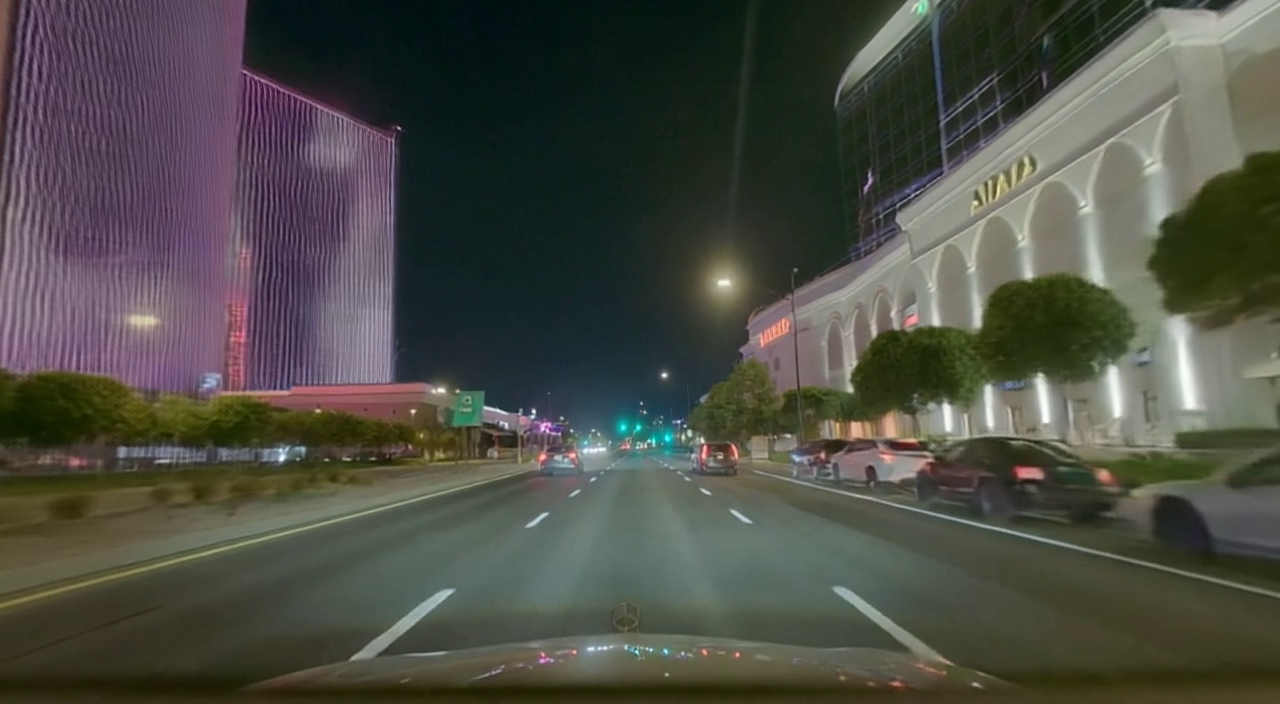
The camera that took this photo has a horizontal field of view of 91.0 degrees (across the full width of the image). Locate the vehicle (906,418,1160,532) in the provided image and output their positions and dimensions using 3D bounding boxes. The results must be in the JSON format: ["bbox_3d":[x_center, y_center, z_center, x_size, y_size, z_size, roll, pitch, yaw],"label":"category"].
[{"bbox_3d":[7.002,2.220,11.925,2.039,1.749,4.193,0,-8,-1],"label":"vehicle"}]

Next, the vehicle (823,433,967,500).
[{"bbox_3d":[6.793,3.097,17.391,2.078,1.597,4.289,0,-8,-1],"label":"vehicle"}]

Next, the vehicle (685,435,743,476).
[{"bbox_3d":[3.403,4.837,29.652,2.083,1.743,4.354,0,-8,-2],"label":"vehicle"}]

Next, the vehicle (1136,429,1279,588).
[{"bbox_3d":[6.924,1.375,5.233,1.876,1.478,4.670,0,-8,2],"label":"vehicle"}]

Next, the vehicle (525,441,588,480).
[{"bbox_3d":[-3.377,4.471,26.263,2.005,1.477,4.169,0,-8,0],"label":"vehicle"}]
